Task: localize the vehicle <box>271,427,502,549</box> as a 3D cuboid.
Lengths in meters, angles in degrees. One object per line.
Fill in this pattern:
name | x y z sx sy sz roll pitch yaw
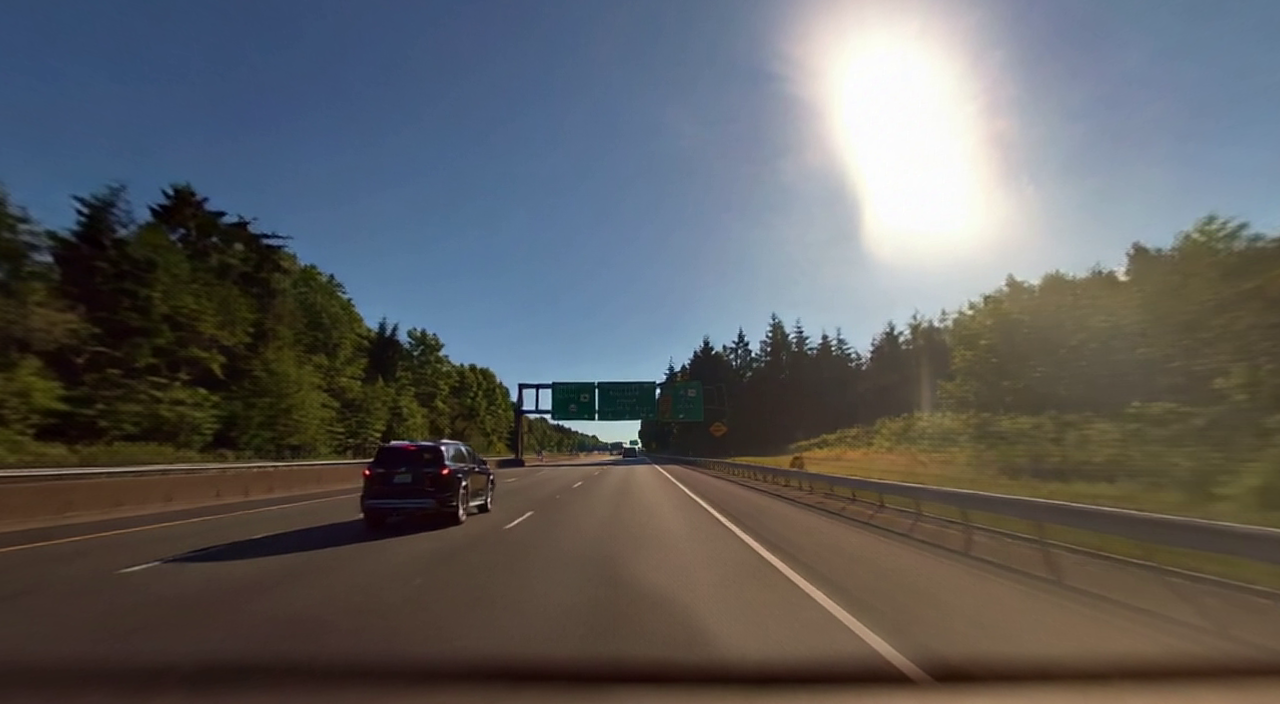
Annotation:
vehicle | -3.925 2.193 10.743 2.104 1.626 4.283 -1 -9 1
